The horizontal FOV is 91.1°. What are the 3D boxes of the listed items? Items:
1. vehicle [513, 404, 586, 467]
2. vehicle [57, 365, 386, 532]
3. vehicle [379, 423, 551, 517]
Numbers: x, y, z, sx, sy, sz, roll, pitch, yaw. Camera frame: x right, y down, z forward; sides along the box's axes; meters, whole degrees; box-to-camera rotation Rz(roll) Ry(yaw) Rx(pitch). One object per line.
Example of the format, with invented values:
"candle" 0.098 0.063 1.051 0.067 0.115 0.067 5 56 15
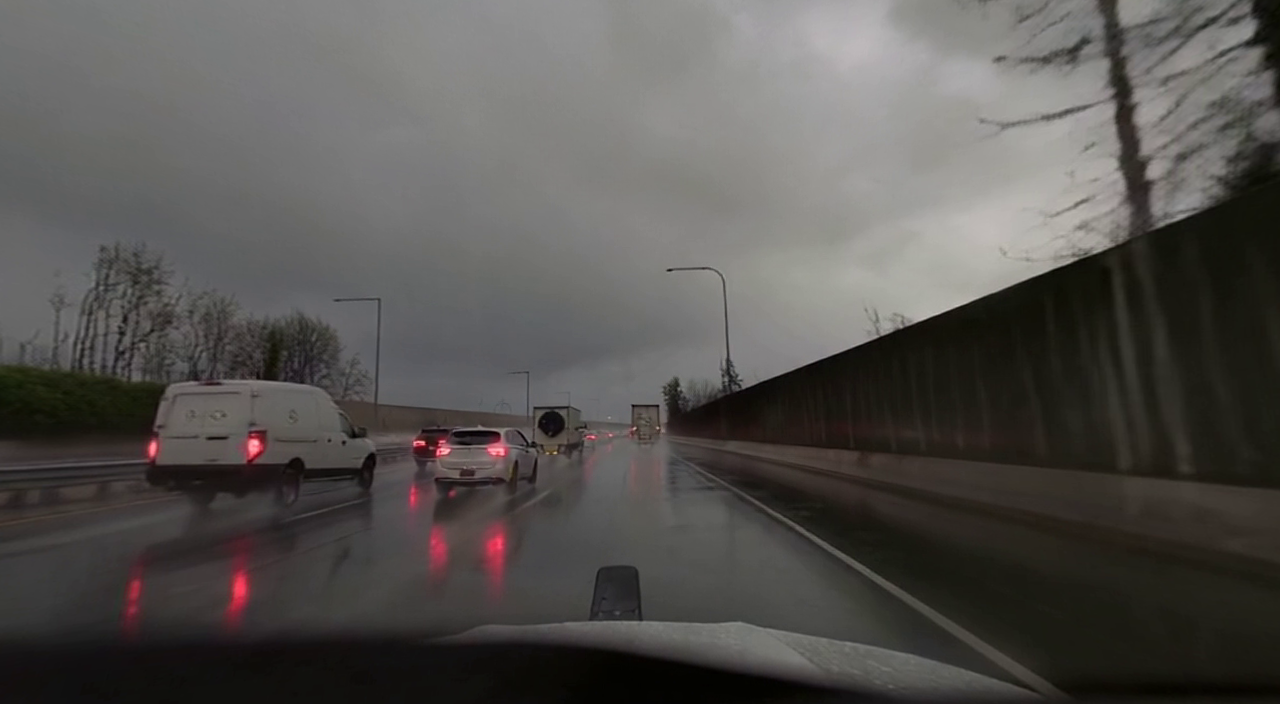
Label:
"vehicle" -3.859 3.721 27.947 2.427 2.514 5.159 0 -8 0
"vehicle" -7.311 1.792 12.174 2.386 2.435 5.831 0 -8 -1
"vehicle" -3.108 2.174 12.221 2.089 1.485 4.153 0 -8 1
